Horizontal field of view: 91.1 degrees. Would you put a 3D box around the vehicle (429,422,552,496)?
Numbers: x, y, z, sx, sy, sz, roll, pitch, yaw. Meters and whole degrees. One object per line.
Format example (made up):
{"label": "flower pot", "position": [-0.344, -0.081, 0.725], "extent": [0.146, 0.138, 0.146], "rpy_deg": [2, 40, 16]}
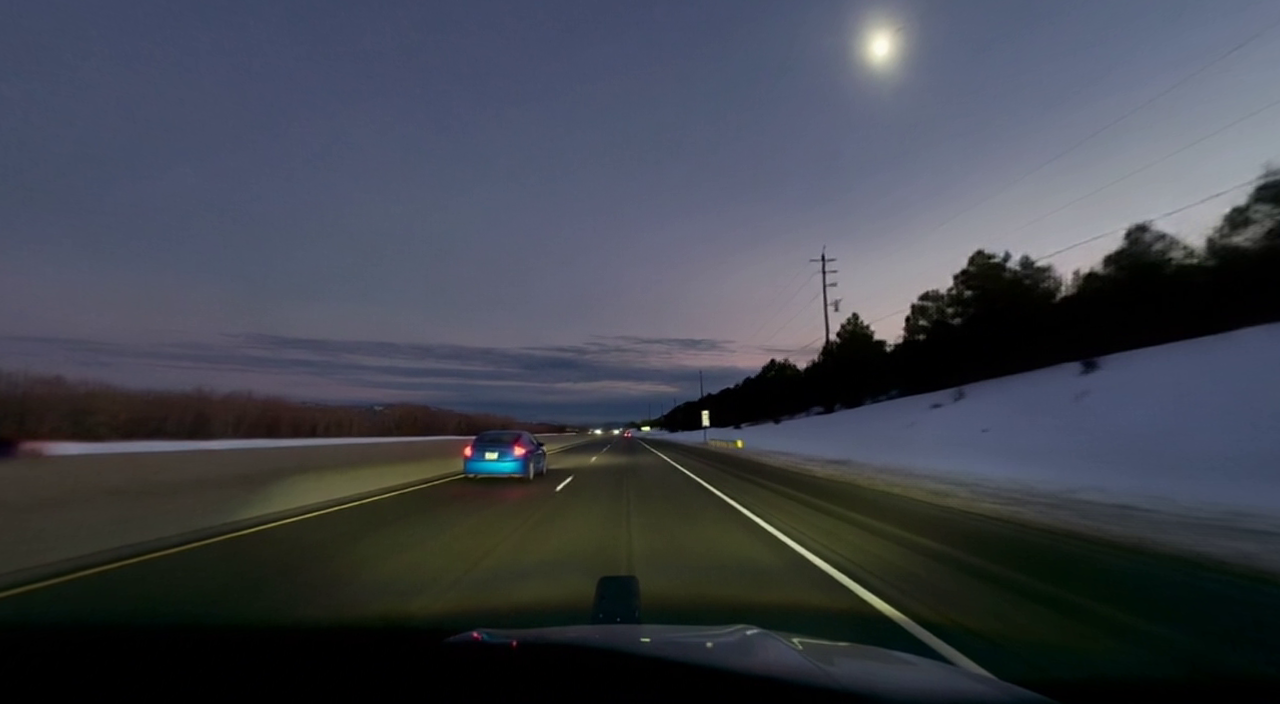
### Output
{"label": "vehicle", "position": [-3.423, 2.513, 15.216], "extent": [1.999, 1.536, 3.969], "rpy_deg": [0, -8, 0]}
